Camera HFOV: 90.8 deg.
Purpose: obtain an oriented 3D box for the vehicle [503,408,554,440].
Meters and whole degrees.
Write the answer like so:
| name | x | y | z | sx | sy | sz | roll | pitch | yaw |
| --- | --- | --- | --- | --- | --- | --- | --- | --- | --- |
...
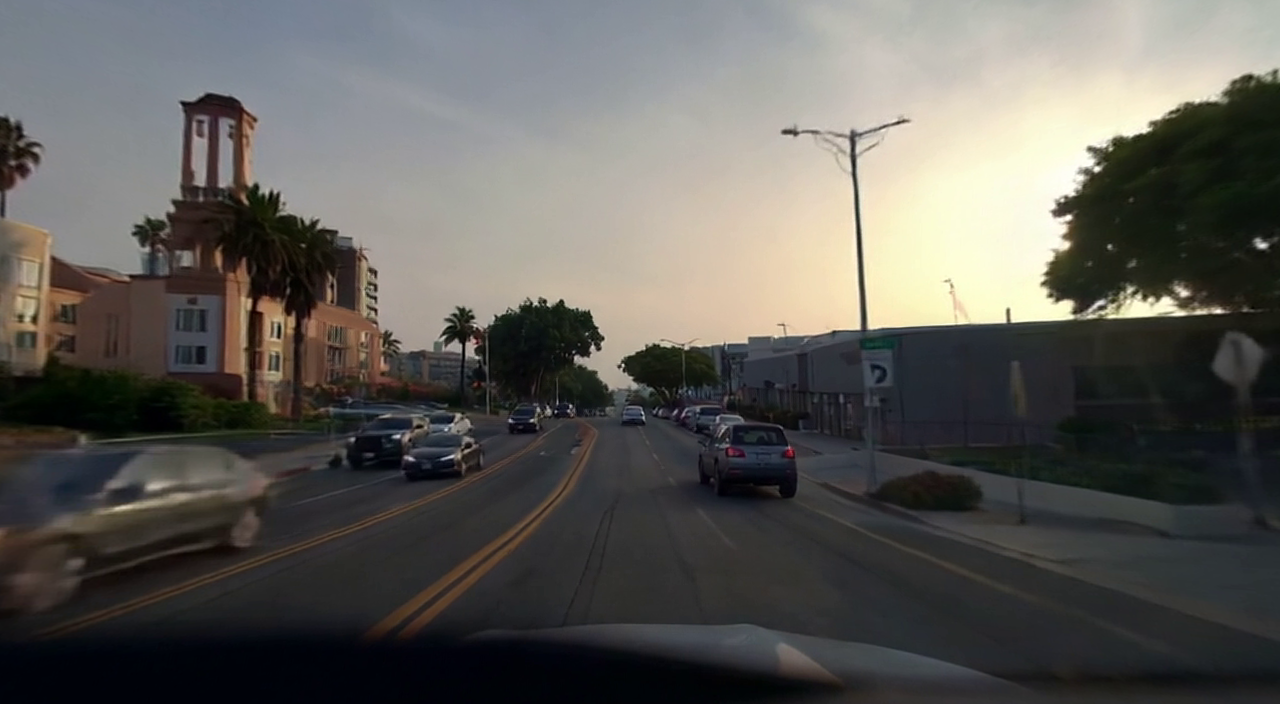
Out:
| name | x | y | z | sx | sy | sz | roll | pitch | yaw |
| --- | --- | --- | --- | --- | --- | --- | --- | --- | --- |
| vehicle | -6.360 | 4.208 | 36.621 | 2.171 | 1.676 | 4.523 | 0 | -8 | 0 |

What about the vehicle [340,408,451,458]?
| name | x | y | z | sx | sy | sz | roll | pitch | yaw |
| --- | --- | --- | --- | --- | --- | --- | --- | --- | --- |
| vehicle | -9.026 | 3.118 | 23.952 | 2.076 | 1.650 | 5.432 | 0 | -8 | -1 |

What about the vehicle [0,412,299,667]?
| name | x | y | z | sx | sy | sz | roll | pitch | yaw |
| --- | --- | --- | --- | --- | --- | --- | --- | --- | --- |
| vehicle | -5.828 | 1.645 | 6.406 | 2.138 | 1.858 | 4.788 | 0 | -8 | -1 |

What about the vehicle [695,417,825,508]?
| name | x | y | z | sx | sy | sz | roll | pitch | yaw |
| --- | --- | --- | --- | --- | --- | --- | --- | --- | --- |
| vehicle | 2.682 | 2.595 | 15.273 | 1.995 | 1.858 | 4.333 | 0 | -8 | -4 |

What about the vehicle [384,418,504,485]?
| name | x | y | z | sx | sy | sz | roll | pitch | yaw |
| --- | --- | --- | --- | --- | --- | --- | --- | --- | --- |
| vehicle | -5.977 | 3.119 | 20.019 | 2.295 | 1.837 | 4.680 | 0 | -8 | 0 |

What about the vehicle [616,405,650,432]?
| name | x | y | z | sx | sy | sz | roll | pitch | yaw |
| --- | --- | --- | --- | --- | --- | --- | --- | --- | --- |
| vehicle | -0.465 | 4.526 | 42.848 | 2.196 | 1.655 | 3.939 | 0 | -8 | -1 |
